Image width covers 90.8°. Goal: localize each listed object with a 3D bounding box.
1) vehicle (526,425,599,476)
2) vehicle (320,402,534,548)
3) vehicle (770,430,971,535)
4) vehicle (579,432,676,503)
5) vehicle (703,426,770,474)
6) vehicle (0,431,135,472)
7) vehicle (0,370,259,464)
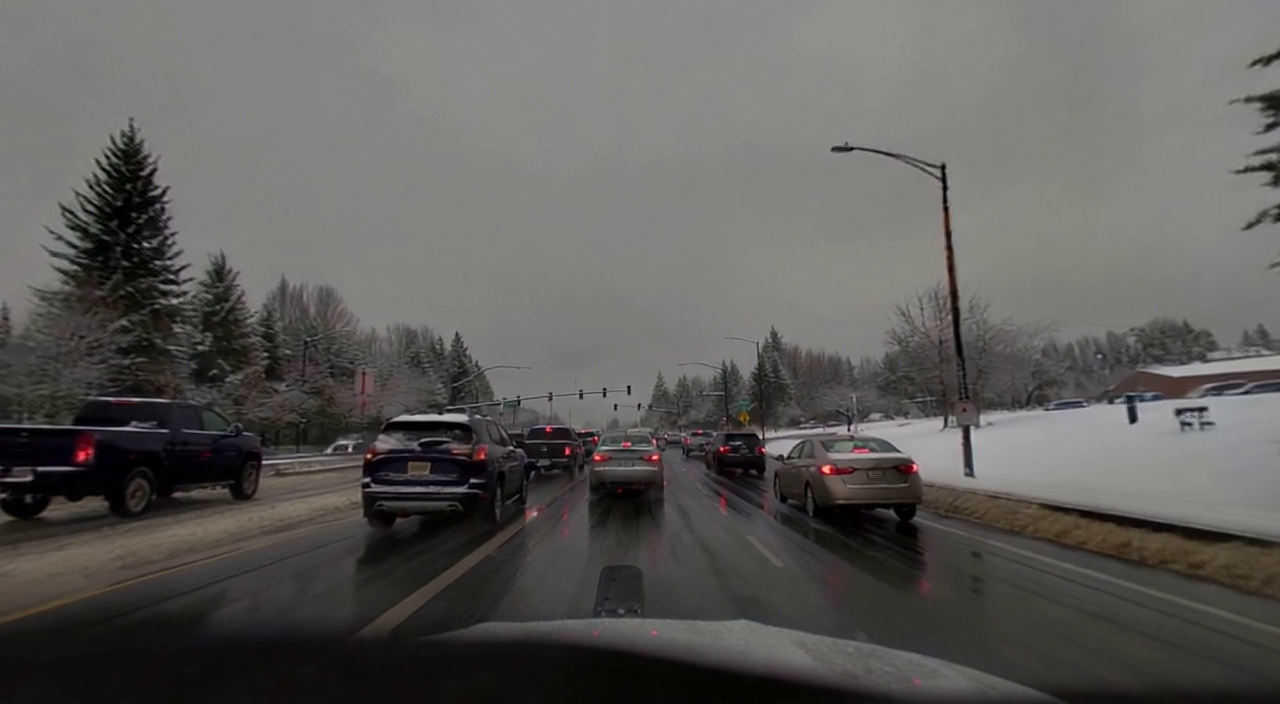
[{"bbox_3d":[-2.961,3.928,25.331,2.218,1.829,4.492,0,-8,2],"label":"vehicle"},{"bbox_3d":[-3.022,1.878,10.390,2.111,1.745,5.274,1,-8,-5],"label":"vehicle"},{"bbox_3d":[3.669,2.137,10.998,1.884,1.463,4.195,0,-8,0],"label":"vehicle"},{"bbox_3d":[-0.254,2.744,15.478,2.030,1.477,4.330,0,-8,0],"label":"vehicle"},{"bbox_3d":[3.946,4.097,26.638,2.099,1.845,4.363,0,-8,0],"label":"vehicle"},{"bbox_3d":[-23.513,4.034,25.769,1.865,1.493,4.712,0,-8,1],"label":"vehicle"},{"bbox_3d":[-27.868,3.930,35.447,3.181,4.189,14.107,-1,-8,5],"label":"vehicle"}]
